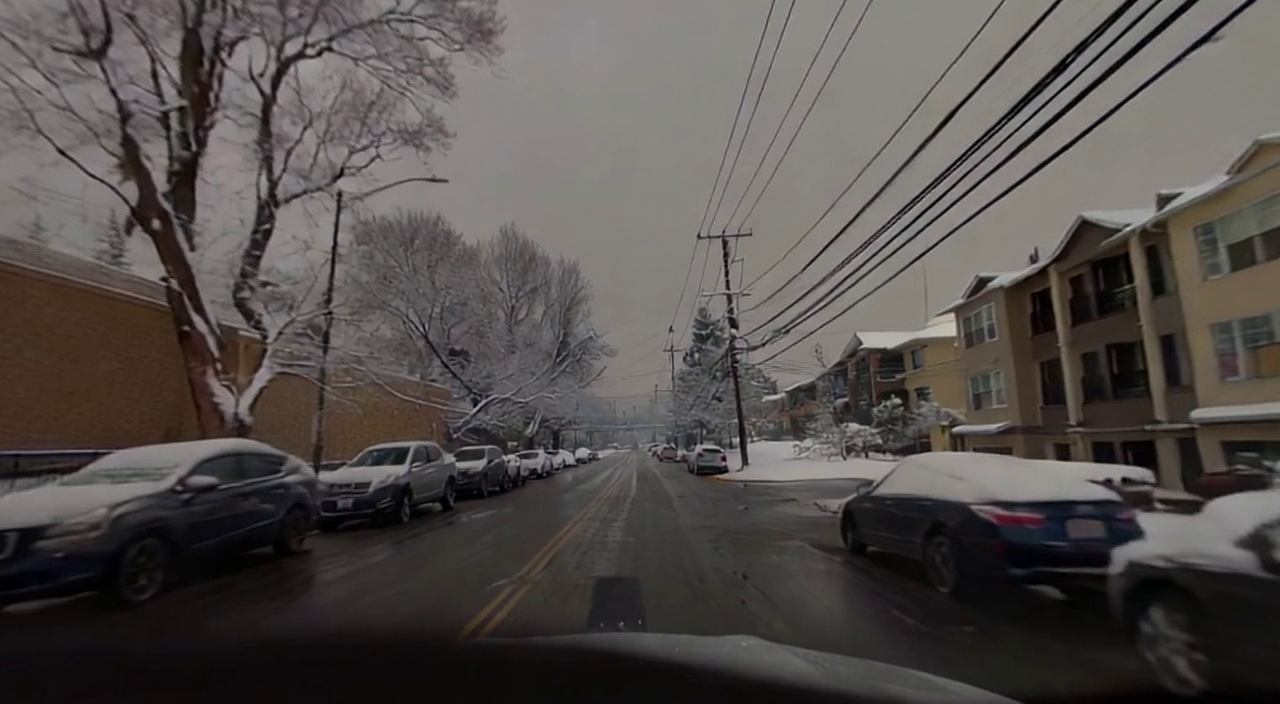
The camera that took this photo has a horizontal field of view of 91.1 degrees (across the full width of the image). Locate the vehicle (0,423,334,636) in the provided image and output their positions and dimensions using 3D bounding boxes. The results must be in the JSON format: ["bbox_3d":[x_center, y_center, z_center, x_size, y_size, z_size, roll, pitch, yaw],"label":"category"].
[{"bbox_3d":[-6.192,1.957,8.140,2.056,1.876,4.824,-2,-8,0],"label":"vehicle"}]

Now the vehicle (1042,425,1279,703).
[{"bbox_3d":[3.821,0.973,2.111,1.868,1.494,4.652,0,-9,0],"label":"vehicle"}]

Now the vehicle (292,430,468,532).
[{"bbox_3d":[-6.235,3.169,15.995,2.120,1.989,5.616,-3,-10,0],"label":"vehicle"}]

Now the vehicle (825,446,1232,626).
[{"bbox_3d":[3.818,1.823,7.271,1.901,1.439,4.131,0,-9,-3],"label":"vehicle"}]

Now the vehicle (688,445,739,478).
[{"bbox_3d":[4.000,6.029,34.817,2.328,1.730,4.225,0,-9,0],"label":"vehicle"}]
